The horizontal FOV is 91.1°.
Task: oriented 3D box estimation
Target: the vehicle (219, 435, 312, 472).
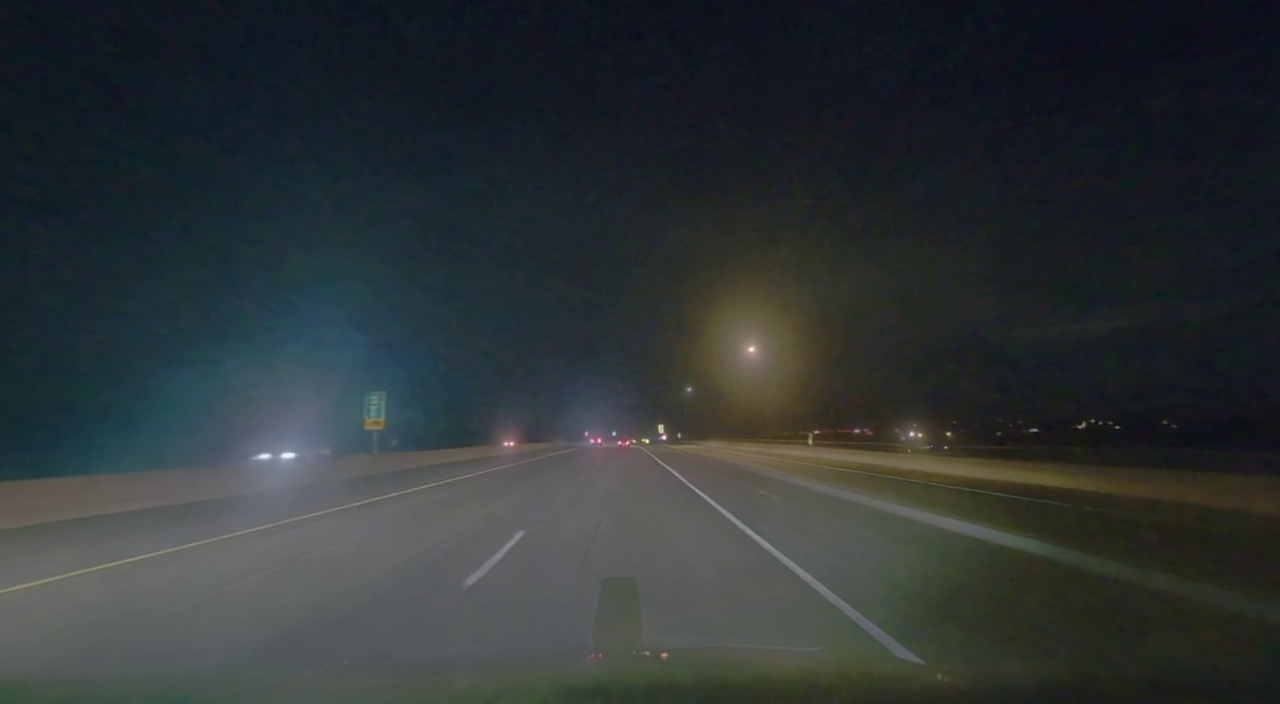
[{"bbox_3d":[-16.562,4.480,28.058,1.726,1.485,4.013,0,-8,-2],"label":"vehicle"}]
